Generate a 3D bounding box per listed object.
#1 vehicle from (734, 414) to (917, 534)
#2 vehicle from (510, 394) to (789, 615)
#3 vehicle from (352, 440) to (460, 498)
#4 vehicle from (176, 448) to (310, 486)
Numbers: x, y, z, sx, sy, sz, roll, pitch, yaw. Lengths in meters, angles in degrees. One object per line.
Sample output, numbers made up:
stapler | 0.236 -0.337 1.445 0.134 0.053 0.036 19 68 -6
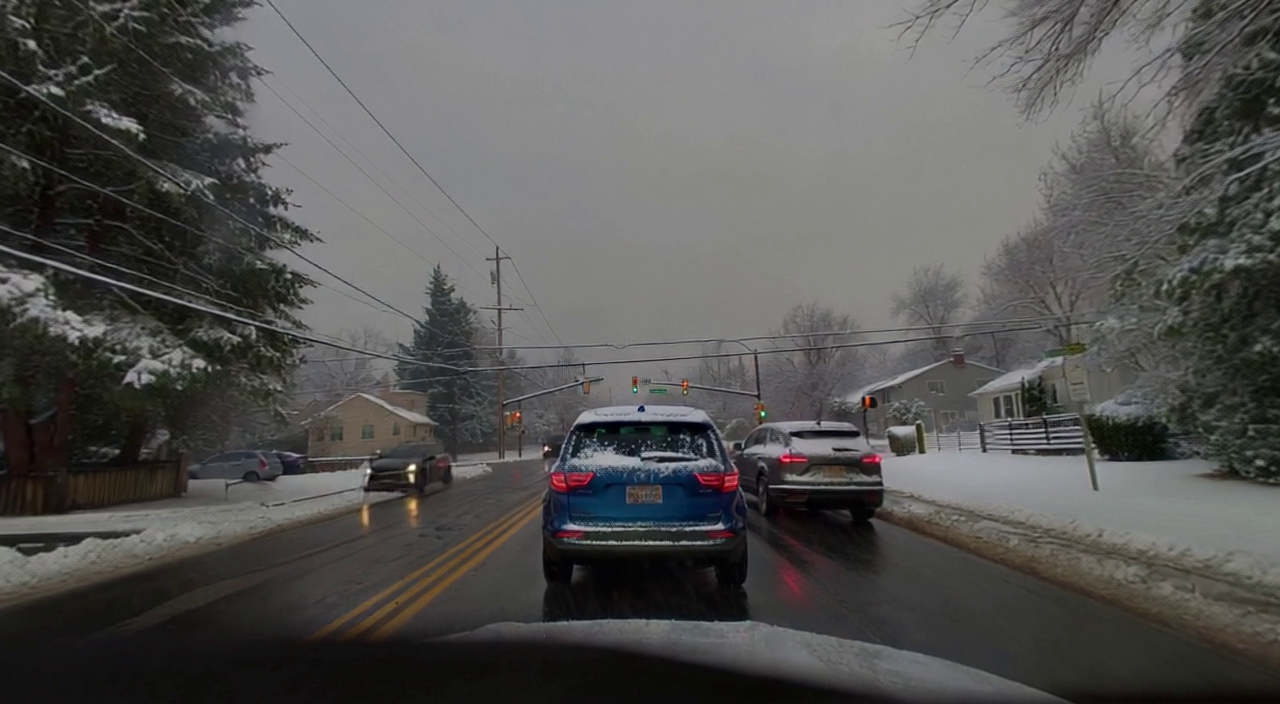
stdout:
vehicle | 3.076 2.118 11.527 1.967 1.756 4.281 0 -8 -1
vehicle | 0.058 1.479 7.012 2.151 1.695 4.100 0 -8 0
vehicle | -7.477 3.736 20.584 1.985 1.672 3.960 0 -8 0
vehicle | -16.116 4.653 25.730 4.245 1.446 1.827 0 -8 1
